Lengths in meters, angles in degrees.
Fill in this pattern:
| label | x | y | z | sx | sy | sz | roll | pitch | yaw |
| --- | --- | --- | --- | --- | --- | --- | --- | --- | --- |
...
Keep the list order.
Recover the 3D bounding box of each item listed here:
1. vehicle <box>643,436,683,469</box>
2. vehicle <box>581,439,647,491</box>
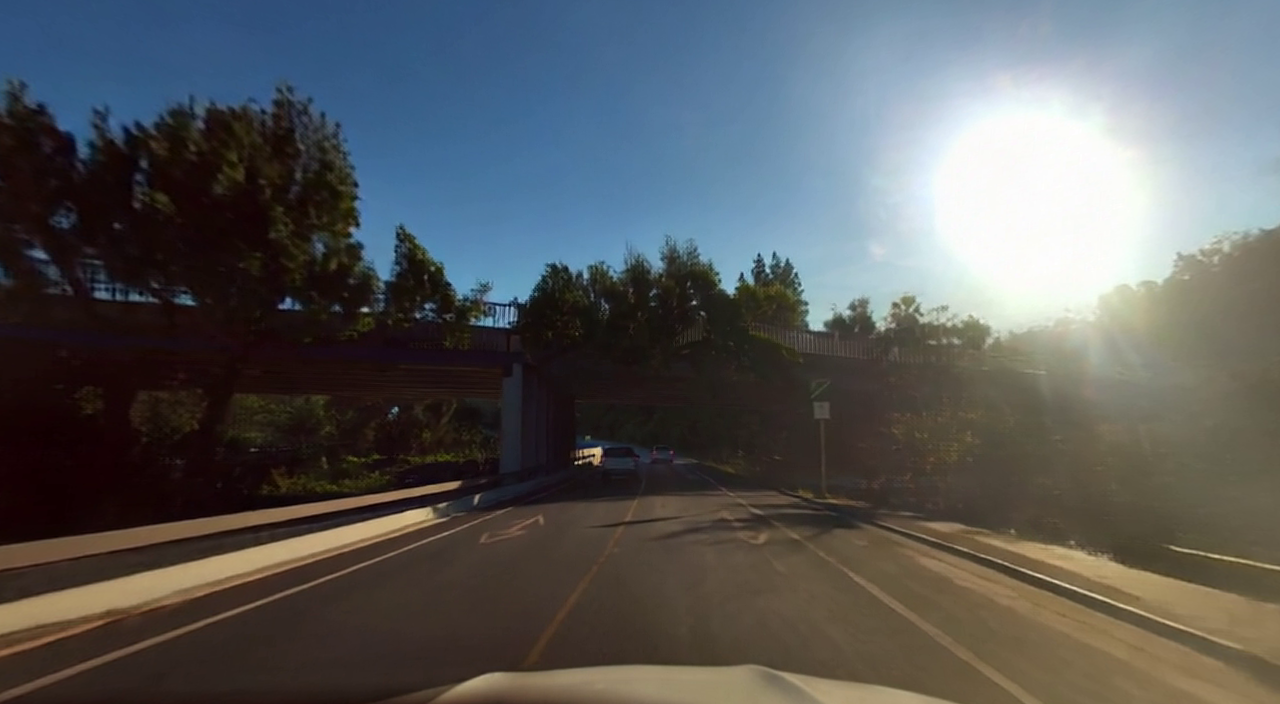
| label | x | y | z | sx | sy | sz | roll | pitch | yaw |
| --- | --- | --- | --- | --- | --- | --- | --- | --- | --- |
| vehicle | 1.431 | 6.504 | 40.884 | 2.273 | 2.010 | 4.396 | 0 | -9 | -2 |
| vehicle | -0.823 | 3.788 | 21.414 | 2.037 | 1.601 | 3.643 | 0 | -9 | -1 |
